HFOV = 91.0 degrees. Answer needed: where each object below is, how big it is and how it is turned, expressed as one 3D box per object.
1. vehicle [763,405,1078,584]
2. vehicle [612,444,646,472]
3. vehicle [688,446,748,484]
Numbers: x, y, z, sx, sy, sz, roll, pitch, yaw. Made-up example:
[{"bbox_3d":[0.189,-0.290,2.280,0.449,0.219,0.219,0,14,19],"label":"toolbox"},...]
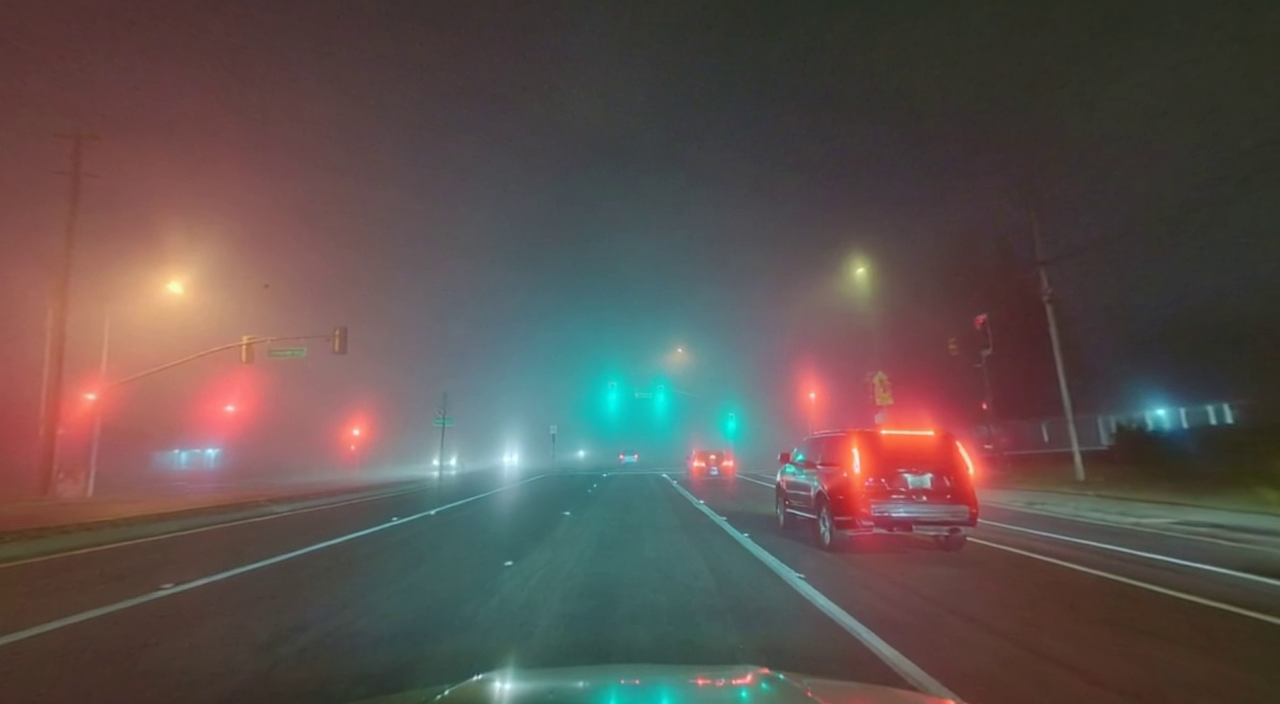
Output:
[{"bbox_3d":[3.247,1.767,8.636,2.129,1.761,4.610,0,-9,-1],"label":"vehicle"},{"bbox_3d":[-0.767,7.003,41.781,2.146,1.685,4.003,0,-9,-2],"label":"vehicle"},{"bbox_3d":[3.124,4.636,26.119,1.889,1.451,4.180,0,-9,-1],"label":"vehicle"}]
